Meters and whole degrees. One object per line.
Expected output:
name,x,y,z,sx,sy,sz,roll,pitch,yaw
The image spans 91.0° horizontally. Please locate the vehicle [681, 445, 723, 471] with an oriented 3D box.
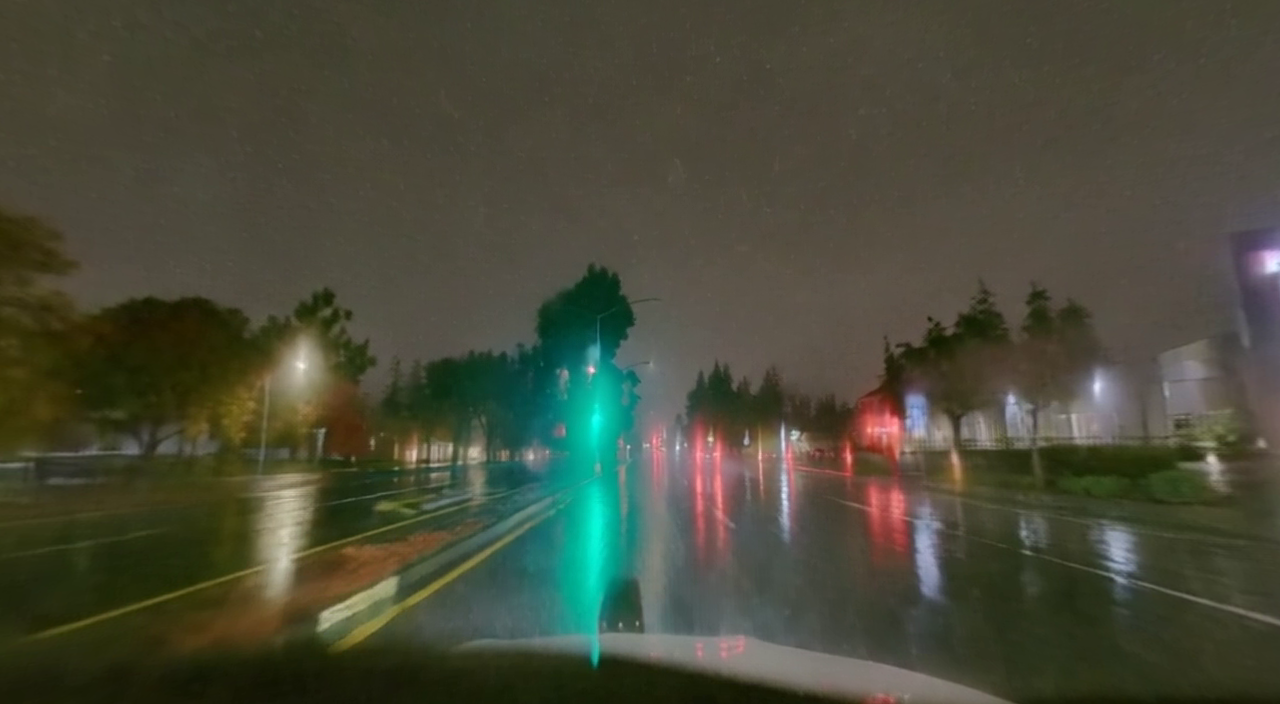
vehicle,3.674,6.385,38.135,2.015,1.479,4.444,0,-9,-1
